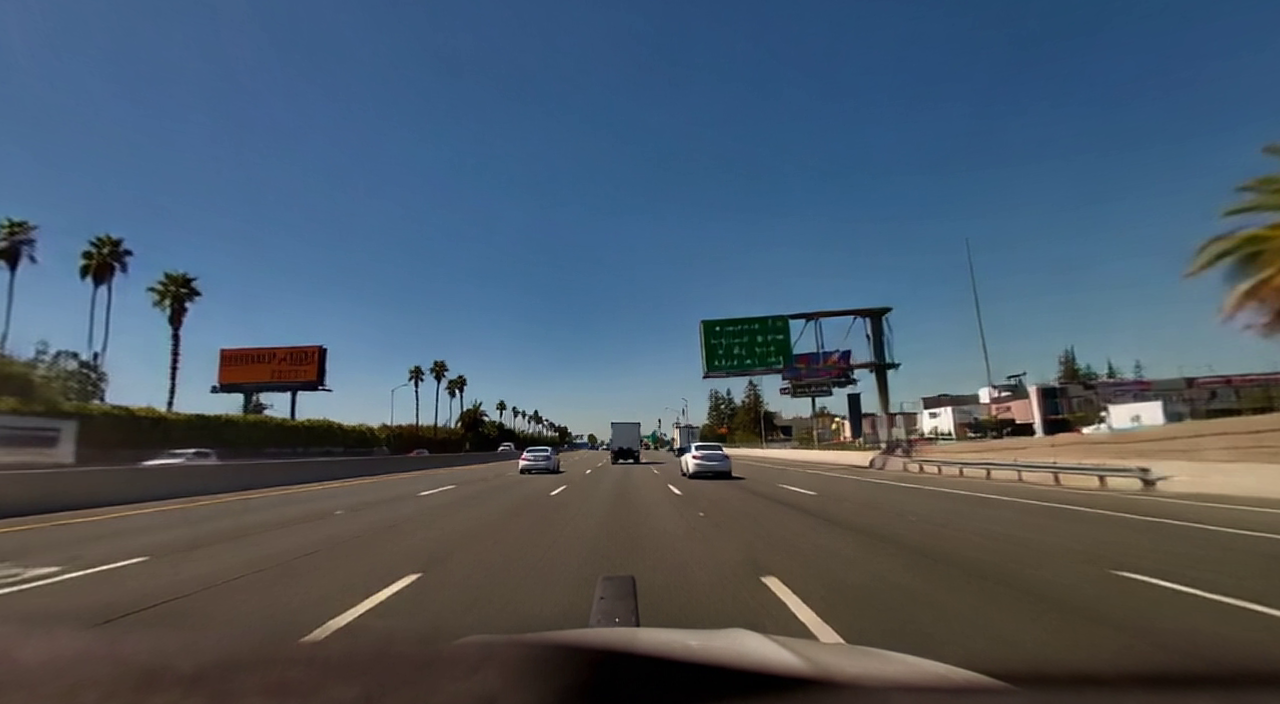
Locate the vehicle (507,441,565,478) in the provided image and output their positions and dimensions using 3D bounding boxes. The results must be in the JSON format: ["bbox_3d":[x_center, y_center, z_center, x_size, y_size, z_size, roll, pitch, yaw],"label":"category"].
[{"bbox_3d":[-4.920,5.132,30.498,2.021,1.598,4.887,0,-9,-1],"label":"vehicle"}]

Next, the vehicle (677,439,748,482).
[{"bbox_3d":[2.872,4.414,26.058,2.175,1.598,4.584,0,-9,-3],"label":"vehicle"}]

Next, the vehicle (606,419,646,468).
[{"bbox_3d":[-0.927,5.992,41.269,2.364,2.953,6.495,0,-8,-2],"label":"vehicle"}]

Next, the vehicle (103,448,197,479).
[{"bbox_3d":[-31.347,7.118,40.616,2.126,1.827,4.880,0,-9,-1],"label":"vehicle"}]
